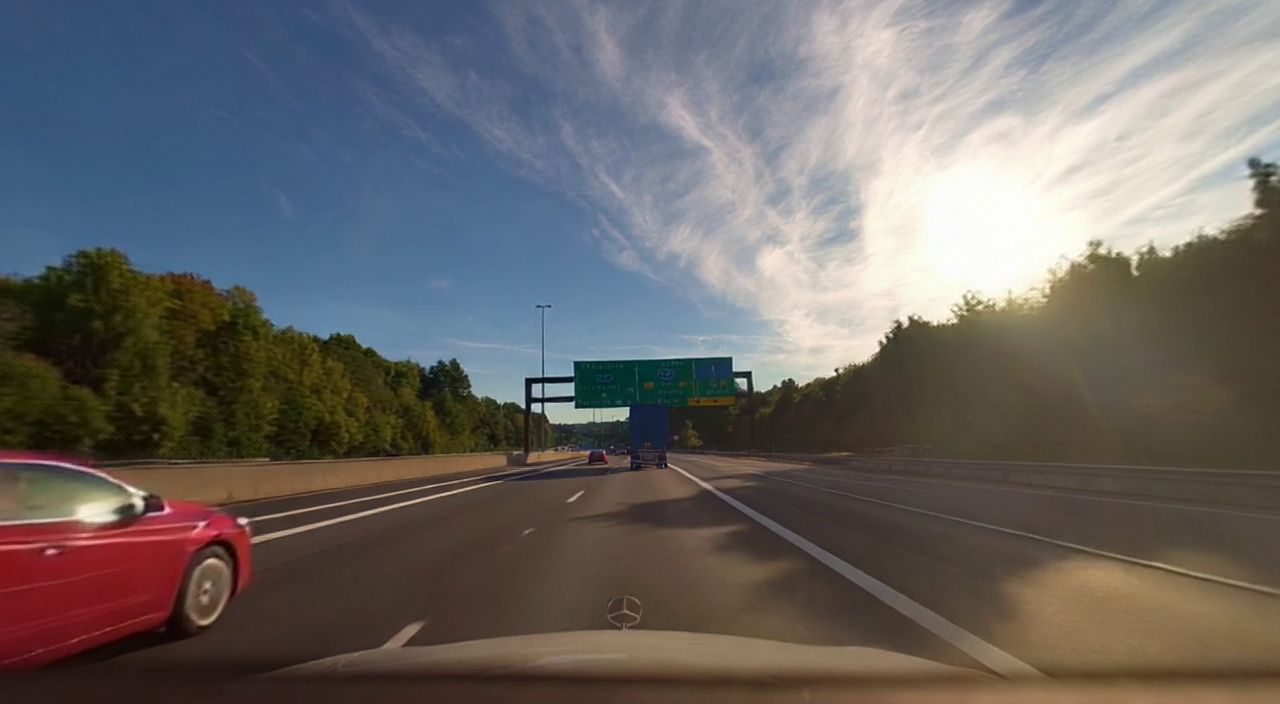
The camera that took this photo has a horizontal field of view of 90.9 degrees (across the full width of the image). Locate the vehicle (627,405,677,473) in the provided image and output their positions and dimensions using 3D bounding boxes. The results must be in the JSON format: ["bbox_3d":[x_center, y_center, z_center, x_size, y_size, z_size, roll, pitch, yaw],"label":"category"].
[{"bbox_3d":[0.730,6.032,43.309,3.022,4.072,10.318,0,-9,0],"label":"vehicle"}]

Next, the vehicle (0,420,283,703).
[{"bbox_3d":[-4.031,1.073,3.060,1.931,1.466,4.458,0,-9,1],"label":"vehicle"}]
